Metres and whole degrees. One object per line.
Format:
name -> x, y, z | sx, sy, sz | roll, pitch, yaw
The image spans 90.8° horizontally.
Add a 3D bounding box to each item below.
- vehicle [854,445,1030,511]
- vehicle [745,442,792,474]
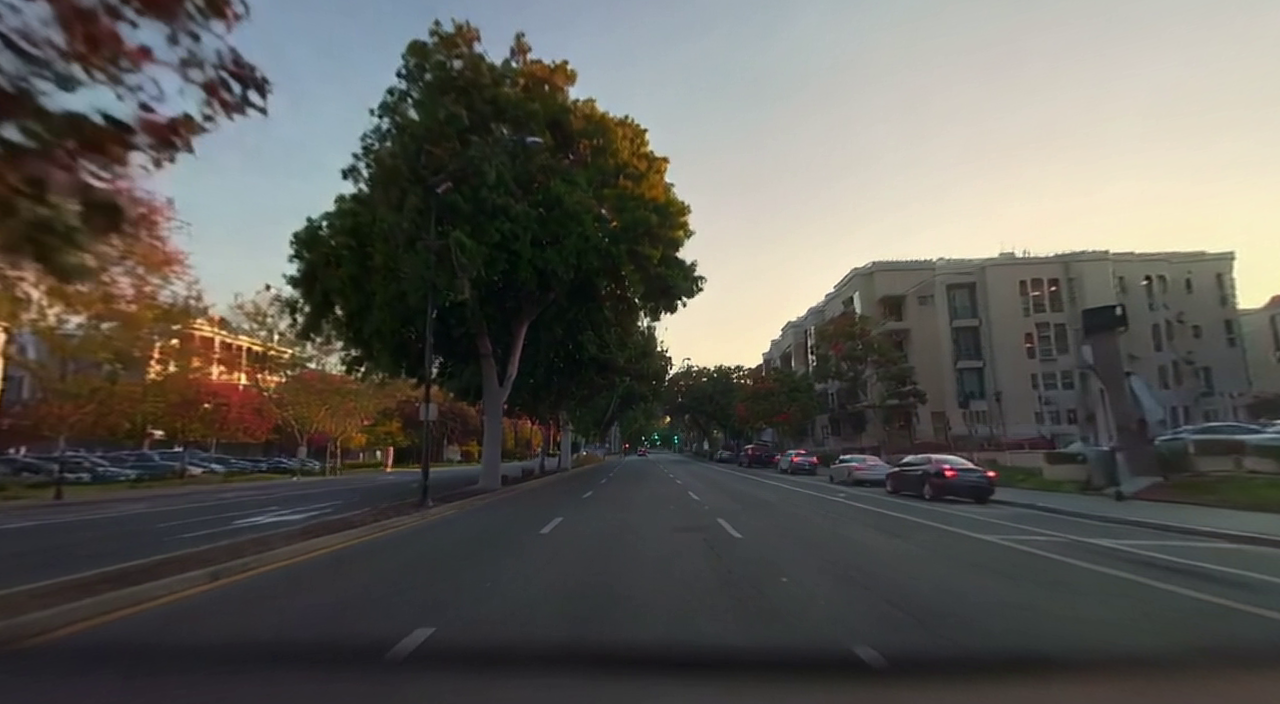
vehicle -> 7.494, 3.135, 16.377 | 2.066, 1.451, 4.783 | 0, -8, -2
vehicle -> 7.582, 6.313, 37.842 | 1.939, 1.761, 4.711 | 0, -8, 1
